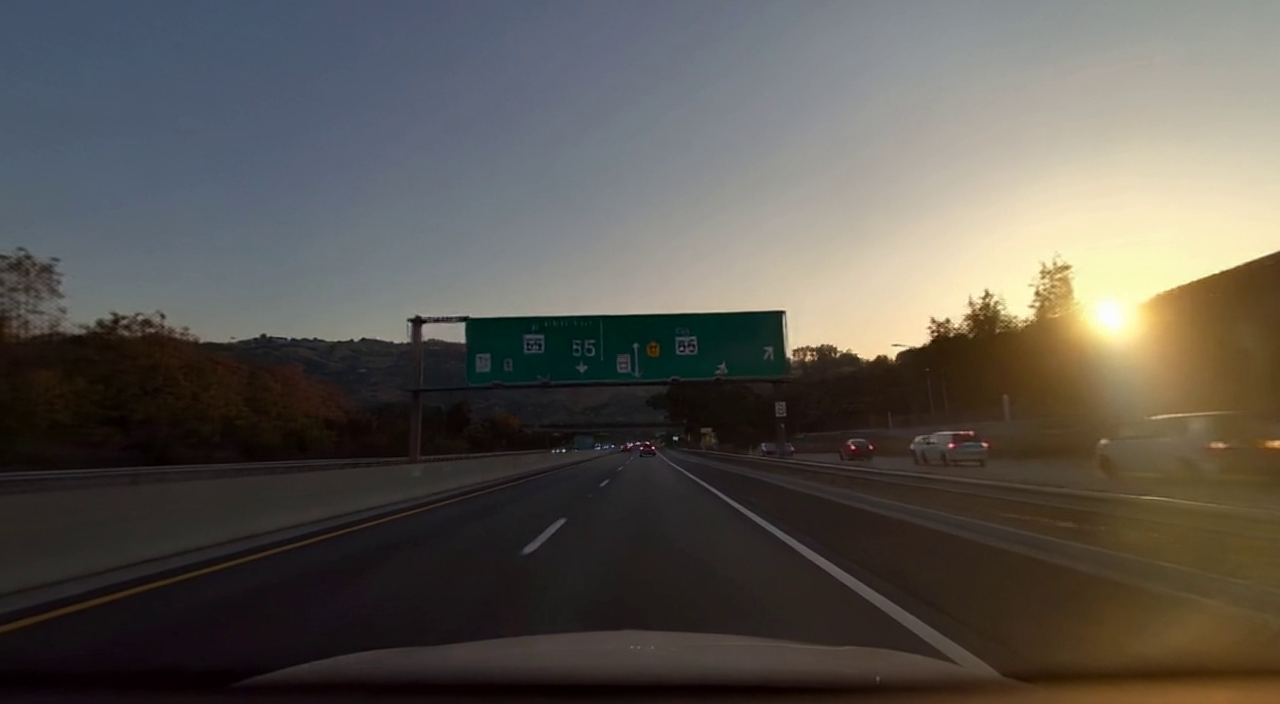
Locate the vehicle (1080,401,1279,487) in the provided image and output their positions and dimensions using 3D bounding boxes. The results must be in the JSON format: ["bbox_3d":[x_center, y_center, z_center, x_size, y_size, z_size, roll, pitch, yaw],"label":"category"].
[{"bbox_3d":[27.166,4.711,32.255,2.998,3.768,8.212,0,-9,-2],"label":"vehicle"}]
